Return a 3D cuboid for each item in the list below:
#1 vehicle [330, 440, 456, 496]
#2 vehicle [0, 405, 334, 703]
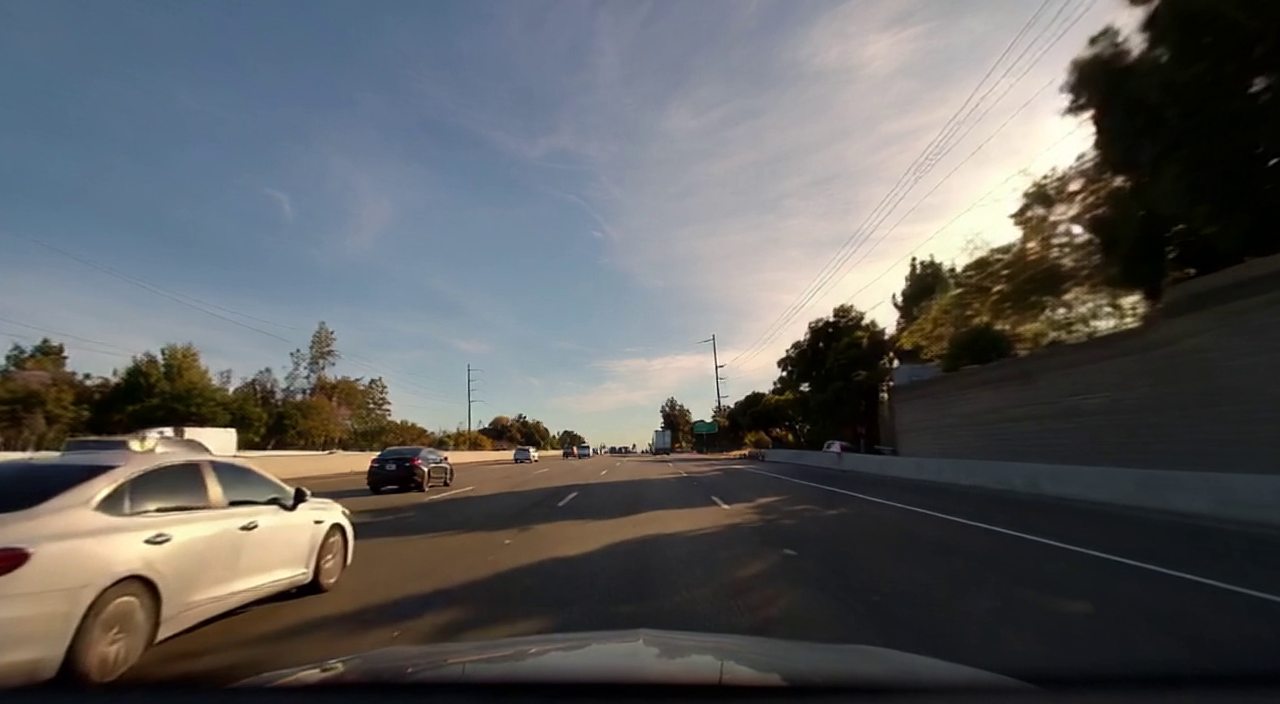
[{"bbox_3d":[-7.467,3.554,19.649,1.946,1.514,4.687,0,-9,1],"label":"vehicle"},{"bbox_3d":[-3.693,1.035,2.893,2.045,1.532,4.954,0,-9,1],"label":"vehicle"}]
